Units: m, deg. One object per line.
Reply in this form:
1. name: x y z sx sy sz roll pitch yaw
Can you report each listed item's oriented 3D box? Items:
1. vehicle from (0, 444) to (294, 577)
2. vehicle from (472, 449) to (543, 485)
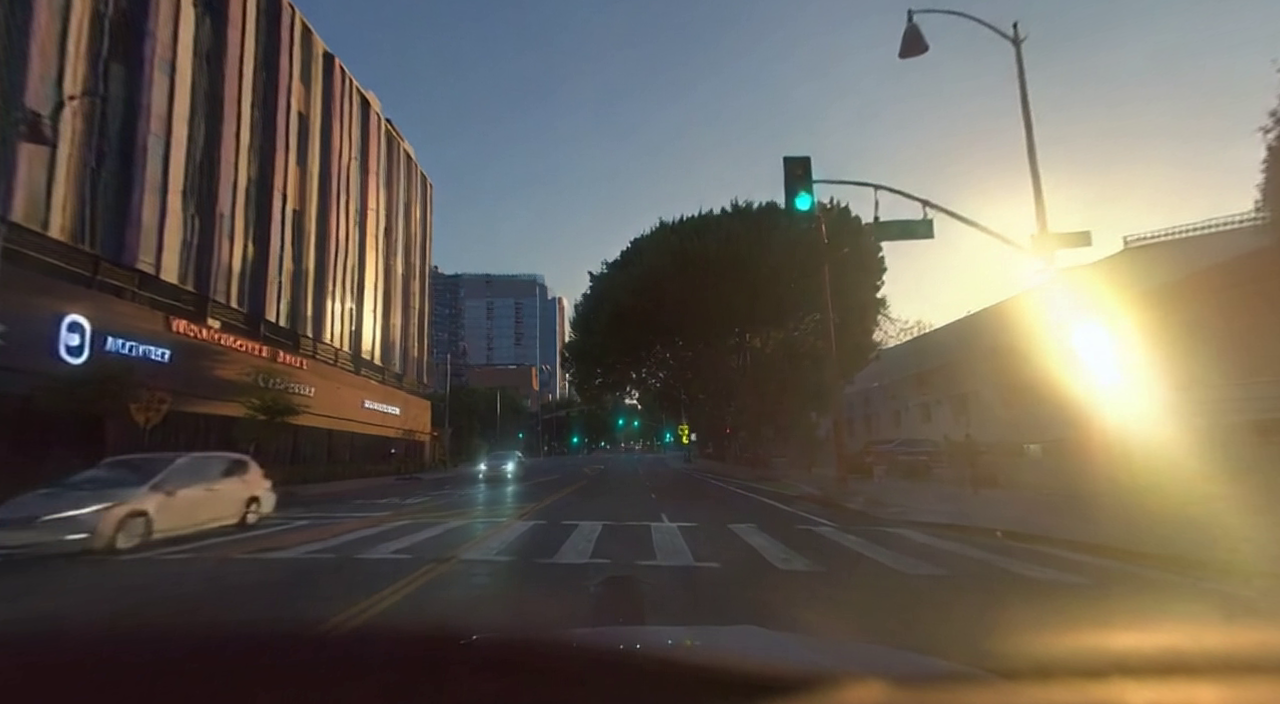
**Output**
1. vehicle: -7.260 2.159 9.425 1.897 1.537 3.770 -1 -8 3
2. vehicle: -6.261 5.474 30.490 2.037 1.563 4.754 -1 -8 4
